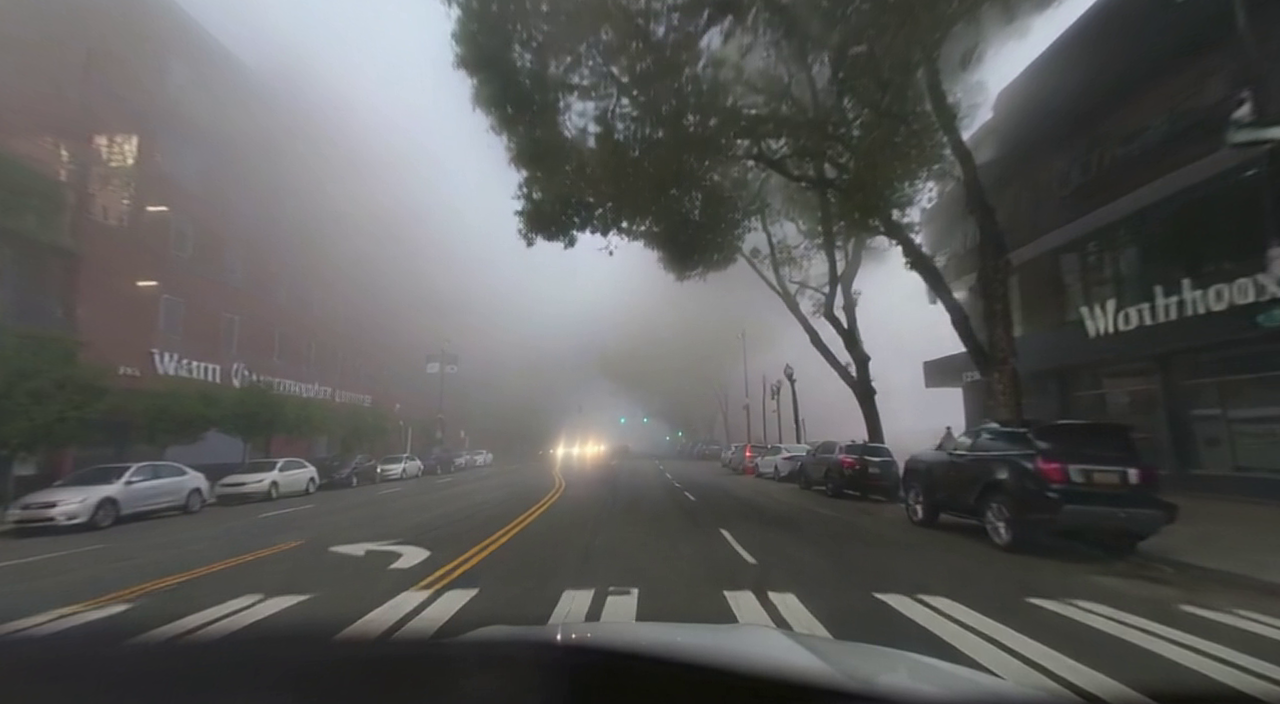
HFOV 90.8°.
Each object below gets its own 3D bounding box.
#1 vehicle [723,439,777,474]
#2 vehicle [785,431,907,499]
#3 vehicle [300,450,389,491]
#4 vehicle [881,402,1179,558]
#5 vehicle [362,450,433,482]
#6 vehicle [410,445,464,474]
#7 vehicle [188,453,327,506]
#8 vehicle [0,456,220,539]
[{"bbox_3d":[5.499,5.268,32.098,1.899,1.642,4.463,0,-8,0],"label":"vehicle"},{"bbox_3d":[5.975,3.308,18.996,1.991,1.771,4.604,0,-8,-1],"label":"vehicle"},{"bbox_3d":[-12.525,5.013,27.094,1.800,1.532,4.110,0,-8,0],"label":"vehicle"},{"bbox_3d":[5.885,1.978,10.394,2.010,1.943,4.319,-2,-9,-1],"label":"vehicle"},{"bbox_3d":[-12.534,5.889,32.947,1.868,1.418,4.415,-2,-8,1],"label":"vehicle"},{"bbox_3d":[-12.034,6.363,37.713,1.834,1.643,4.110,0,-8,1],"label":"vehicle"},{"bbox_3d":[-12.631,4.203,21.263,1.927,1.489,4.572,0,-8,-2],"label":"vehicle"},{"bbox_3d":[-12.031,3.207,14.534,1.804,1.533,4.121,0,-8,1],"label":"vehicle"}]
